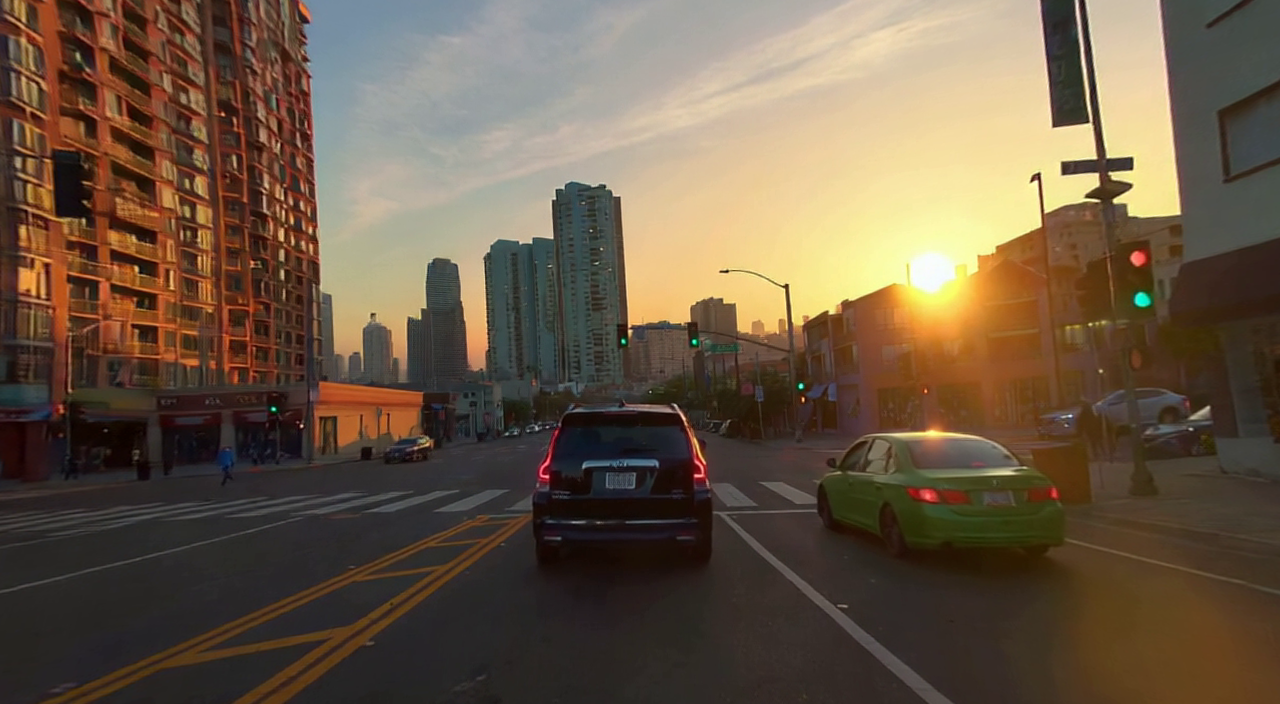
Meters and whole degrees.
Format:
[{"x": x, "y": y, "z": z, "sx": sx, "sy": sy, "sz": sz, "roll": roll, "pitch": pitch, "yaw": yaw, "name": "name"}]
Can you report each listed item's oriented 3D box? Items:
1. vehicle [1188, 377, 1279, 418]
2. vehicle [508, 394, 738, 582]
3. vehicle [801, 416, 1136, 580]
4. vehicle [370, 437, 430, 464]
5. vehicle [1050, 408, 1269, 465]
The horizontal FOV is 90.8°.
[{"x": 26.564, "y": 1.986, "z": 27.163, "sx": 4.287, "sy": 1.639, "sz": 1.729, "roll": 0, "pitch": -8, "yaw": 1, "name": "vehicle"}, {"x": -0.146, "y": 1.596, "z": 8.128, "sx": 2.168, "sy": 1.776, "sz": 4.135, "roll": 0, "pitch": -8, "yaw": 0, "name": "vehicle"}, {"x": 3.691, "y": 1.719, "z": 8.302, "sx": 1.987, "sy": 1.538, "sz": 4.510, "roll": 0, "pitch": -8, "yaw": 0, "name": "vehicle"}, {"x": -16.220, "y": 6.674, "z": 43.030, "sx": 2.132, "sy": 1.710, "sz": 4.504, "roll": 0, "pitch": -8, "yaw": 2, "name": "vehicle"}, {"x": 14.272, "y": 2.371, "z": 17.577, "sx": 4.354, "sy": 1.466, "sz": 1.863, "roll": 0, "pitch": -8, "yaw": 2, "name": "vehicle"}]
